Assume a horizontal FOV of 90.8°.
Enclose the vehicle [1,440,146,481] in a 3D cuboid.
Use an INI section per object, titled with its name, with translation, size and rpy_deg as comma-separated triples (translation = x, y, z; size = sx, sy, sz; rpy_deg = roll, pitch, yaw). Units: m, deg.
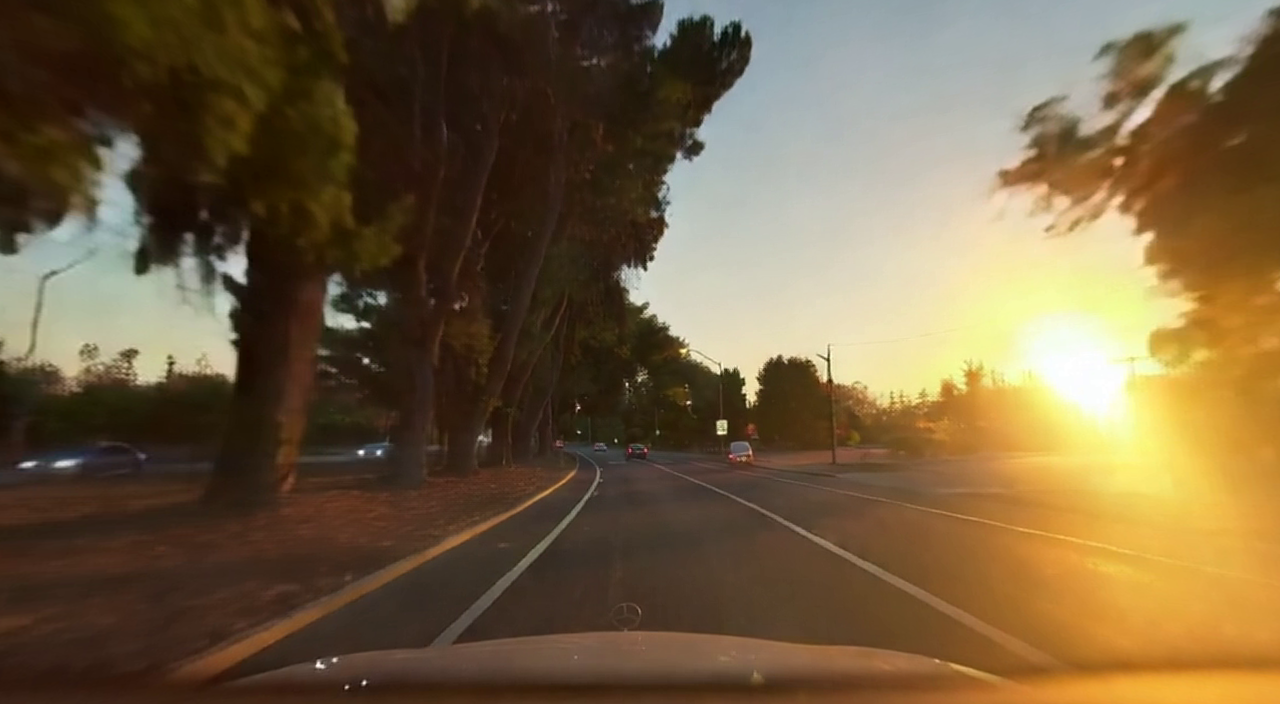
[vehicle]
translation = -22.273, 4.266, 25.127
size = 1.826, 1.473, 4.374
rpy_deg = 0, -9, -2
